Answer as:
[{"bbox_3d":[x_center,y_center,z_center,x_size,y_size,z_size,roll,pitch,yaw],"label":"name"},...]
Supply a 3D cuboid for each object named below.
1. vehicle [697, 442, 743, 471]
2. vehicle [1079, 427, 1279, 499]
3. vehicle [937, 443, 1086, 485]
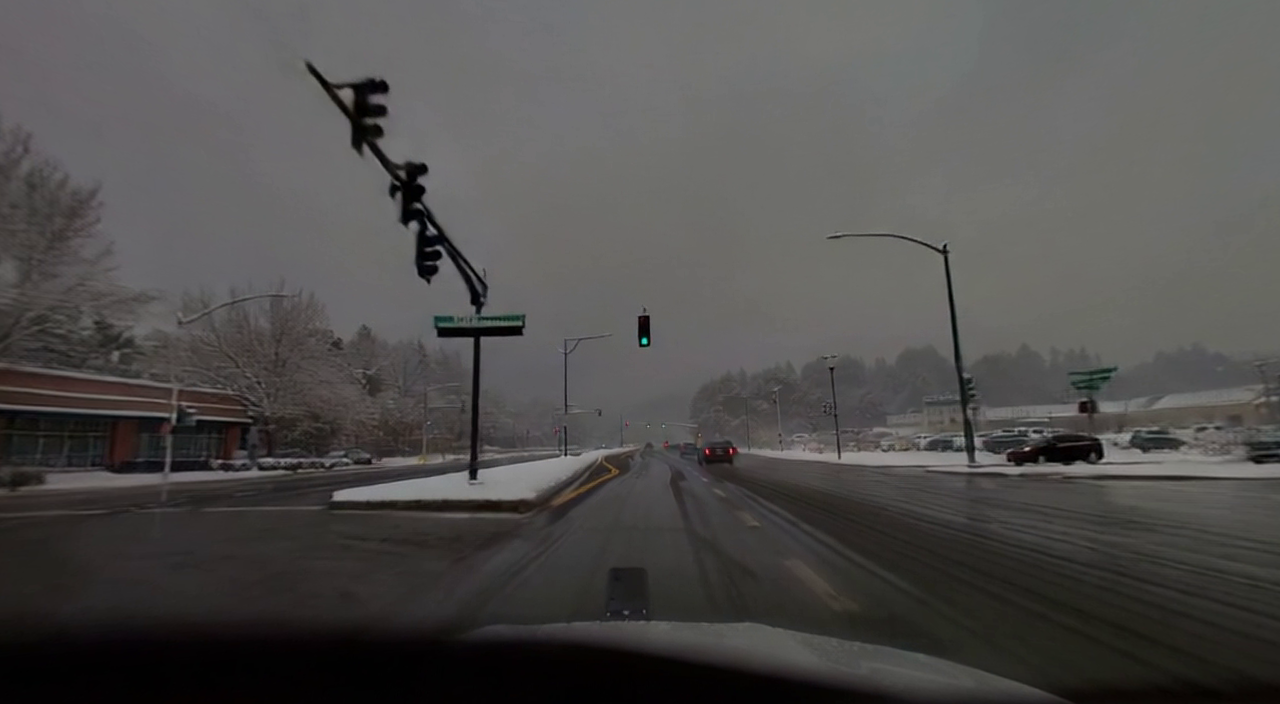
[{"bbox_3d":[4.456,5.934,35.819,2.038,1.528,4.259,0,-9,0],"label":"vehicle"},{"bbox_3d":[14.577,2.869,16.501,4.491,1.702,2.094,-2,-9,13],"label":"vehicle"},{"bbox_3d":[13.989,4.180,23.882,4.581,1.434,1.893,-7,-11,36],"label":"vehicle"}]
